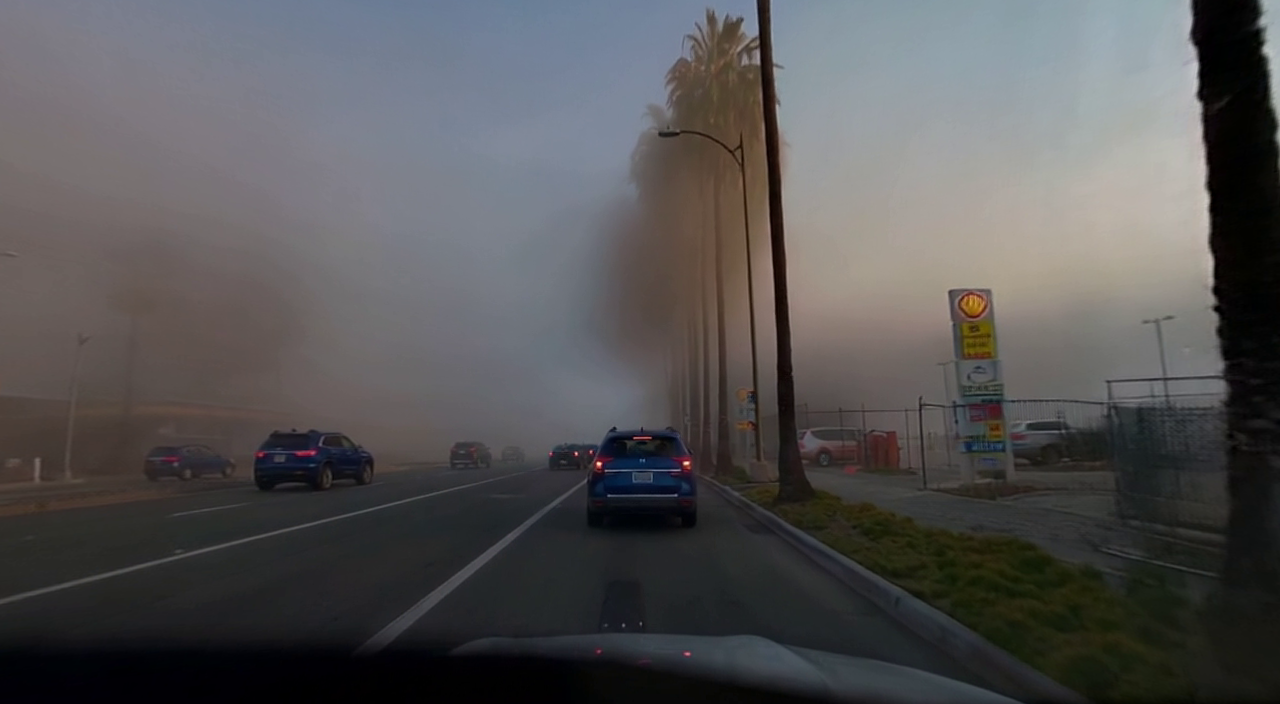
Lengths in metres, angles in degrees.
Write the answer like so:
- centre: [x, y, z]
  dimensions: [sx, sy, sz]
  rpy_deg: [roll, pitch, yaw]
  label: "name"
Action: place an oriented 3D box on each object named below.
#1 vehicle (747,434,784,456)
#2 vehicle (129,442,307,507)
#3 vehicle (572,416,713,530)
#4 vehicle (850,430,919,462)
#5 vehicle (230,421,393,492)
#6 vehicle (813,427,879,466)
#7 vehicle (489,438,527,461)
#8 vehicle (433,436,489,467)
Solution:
- centre: [9.160, 6.835, 46.167]
  dimensions: [1.929, 1.496, 4.245]
  rpy_deg: [0, -8, 0]
  label: "vehicle"
- centre: [-10.038, 2.900, 15.306]
  dimensions: [1.924, 1.384, 3.426]
  rpy_deg: [0, -8, 0]
  label: "vehicle"
- centre: [0.069, 2.133, 11.531]
  dimensions: [2.121, 1.710, 3.893]
  rpy_deg: [0, -8, 1]
  label: "vehicle"
- centre: [12.075, 4.687, 31.252]
  dimensions: [1.681, 1.503, 3.781]
  rpy_deg: [1, -8, -4]
  label: "vehicle"
- centre: [-10.045, 3.248, 19.876]
  dimensions: [2.269, 1.934, 5.350]
  rpy_deg: [0, -8, 0]
  label: "vehicle"
- centre: [8.246, 3.760, 24.958]
  dimensions: [1.837, 1.416, 3.947]
  rpy_deg: [-4, -9, 27]
  label: "vehicle"
- centre: [-10.442, 7.762, 49.897]
  dimensions: [1.998, 1.731, 4.952]
  rpy_deg: [0, -8, -1]
  label: "vehicle"
- centre: [-10.556, 5.900, 37.384]
  dimensions: [1.965, 1.743, 4.327]
  rpy_deg: [0, -8, 1]
  label: "vehicle"
